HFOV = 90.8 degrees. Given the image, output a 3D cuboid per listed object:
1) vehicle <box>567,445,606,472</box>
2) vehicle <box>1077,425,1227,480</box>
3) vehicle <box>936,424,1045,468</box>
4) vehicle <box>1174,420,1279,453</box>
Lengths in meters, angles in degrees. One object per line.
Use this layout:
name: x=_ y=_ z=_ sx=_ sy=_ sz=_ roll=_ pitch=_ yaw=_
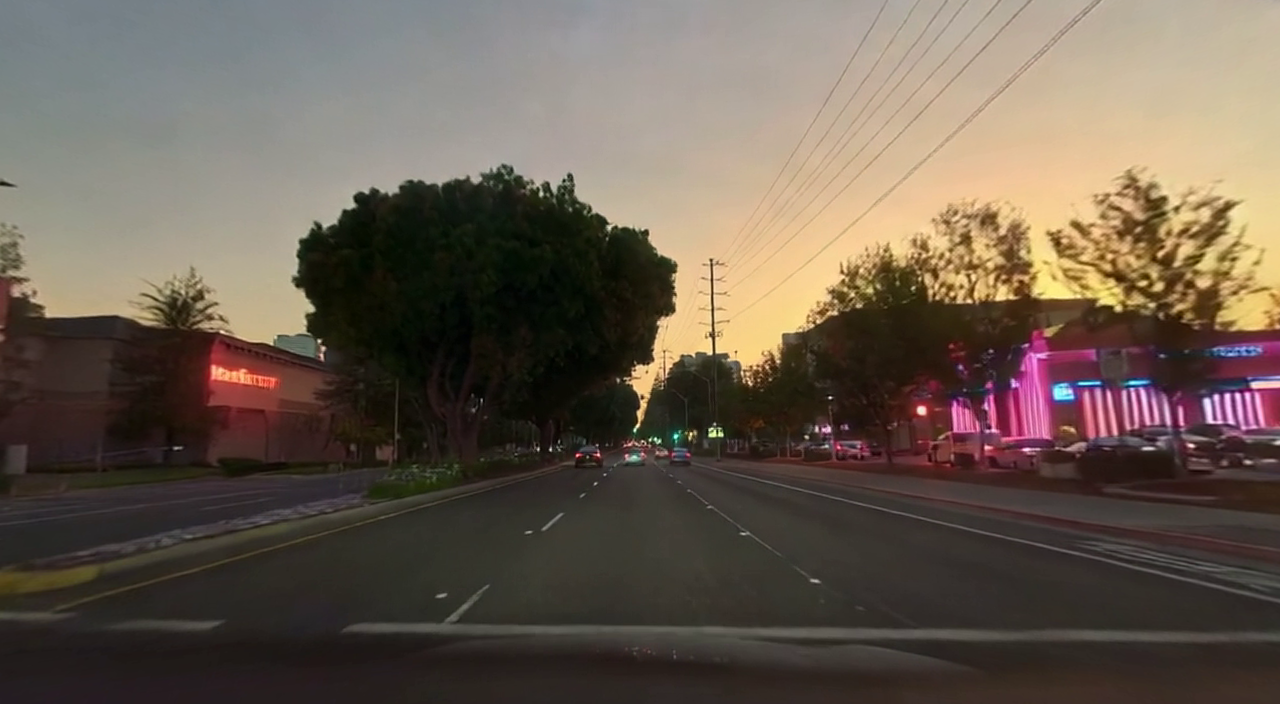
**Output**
vehicle: x=-3.317 y=6.719 z=40.043 sx=2.035 sy=1.564 sz=4.702 roll=0 pitch=-8 yaw=0
vehicle: x=16.311 y=3.176 z=20.101 sx=4.673 sy=1.555 sz=2.010 roll=5 pitch=-10 yaw=-30
vehicle: x=16.573 y=4.439 z=29.820 sx=5.004 sy=1.893 sz=2.228 roll=5 pitch=-10 yaw=-32
vehicle: x=35.173 y=5.087 z=37.491 sx=2.253 sy=1.809 sz=4.944 roll=1 pitch=-9 yaw=-6
